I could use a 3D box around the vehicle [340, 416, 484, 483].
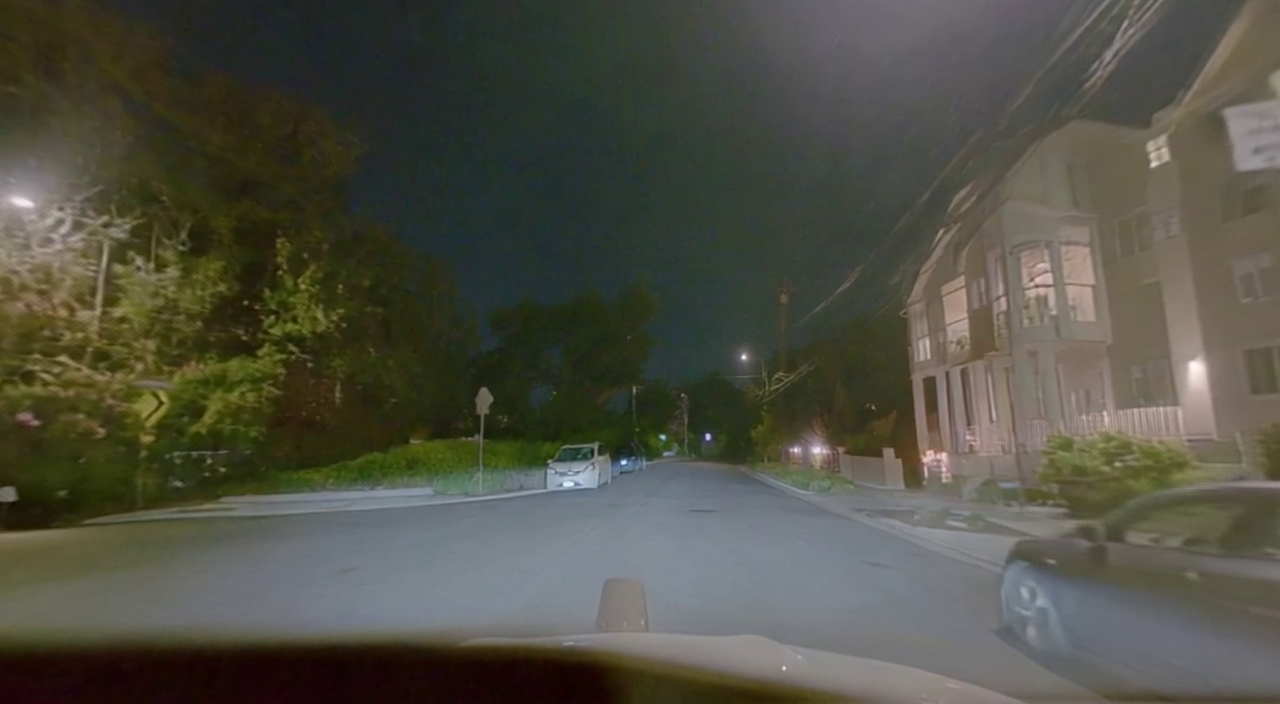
[{"bbox_3d":[-10.182,4.427,28.747,5.828,2.818,2.231,2,-9,-13],"label":"vehicle"}]

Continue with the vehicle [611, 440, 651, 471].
[{"bbox_3d":[-0.521,6.850,41.948,2.139,1.882,4.635,-1,-9,6],"label":"vehicle"}]

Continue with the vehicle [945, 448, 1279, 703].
[{"bbox_3d":[3.737,1.212,3.053,2.151,1.468,5.066,0,-9,2],"label":"vehicle"}]

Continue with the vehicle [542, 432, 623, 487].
[{"bbox_3d":[-2.141,4.323,25.647,2.463,1.951,5.794,0,-9,3],"label":"vehicle"}]
